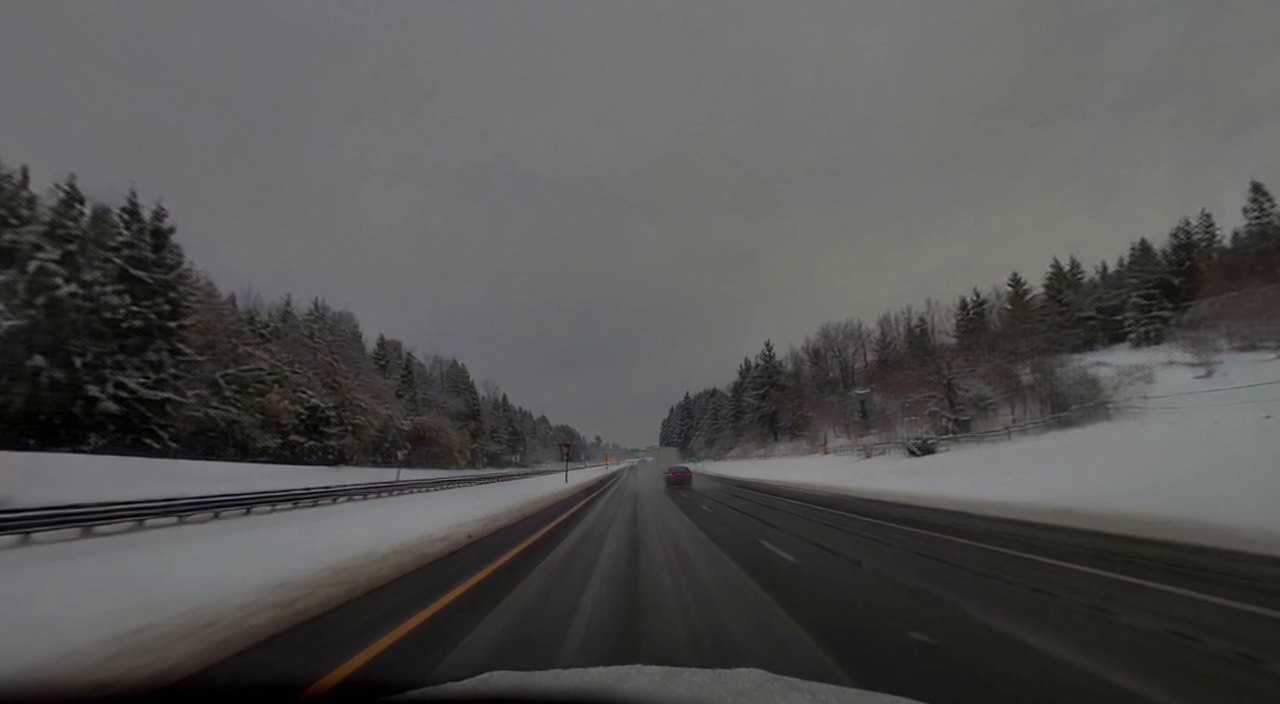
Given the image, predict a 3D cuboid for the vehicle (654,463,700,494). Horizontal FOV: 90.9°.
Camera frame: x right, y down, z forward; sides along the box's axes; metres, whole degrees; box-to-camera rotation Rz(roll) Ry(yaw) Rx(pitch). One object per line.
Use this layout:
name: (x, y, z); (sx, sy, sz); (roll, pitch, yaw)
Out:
vehicle: (1.851, 6.553, 32.762); (1.976, 1.467, 3.783); (1, -11, -3)
